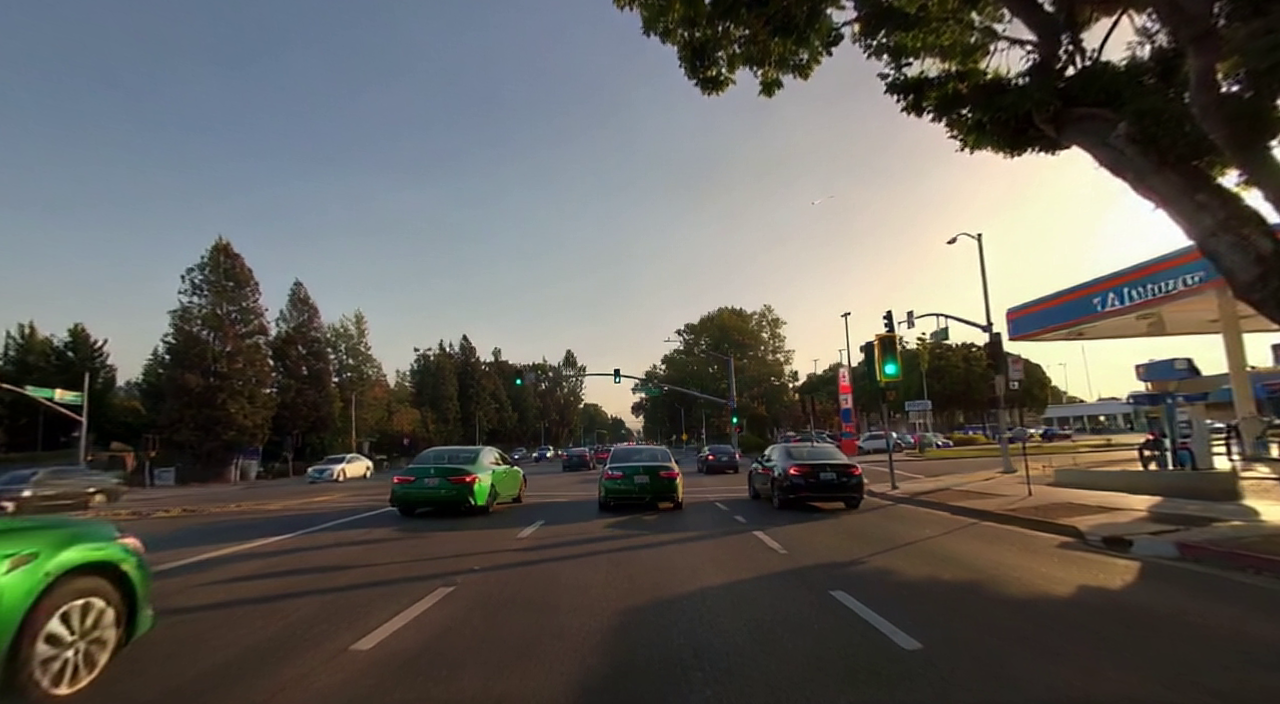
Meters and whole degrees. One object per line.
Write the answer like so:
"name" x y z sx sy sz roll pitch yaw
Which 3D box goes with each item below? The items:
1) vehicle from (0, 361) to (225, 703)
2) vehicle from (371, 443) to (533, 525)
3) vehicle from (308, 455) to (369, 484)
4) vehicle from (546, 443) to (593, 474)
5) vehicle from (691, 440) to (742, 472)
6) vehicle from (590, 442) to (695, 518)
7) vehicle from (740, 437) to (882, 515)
"vehicle" -3.633 0.728 1.469 2.023 1.687 4.874 0 -8 0
"vehicle" -3.753 2.691 13.558 1.995 1.436 4.500 -1 -8 1
"vehicle" -18.621 7.258 39.128 1.849 1.587 3.812 -1 -8 1
"vehicle" -3.719 5.694 33.910 1.896 1.501 4.390 -1 -8 2
"vehicle" 3.801 5.249 32.099 1.942 1.482 4.623 0 -8 -1
"vehicle" 0.024 2.742 14.037 1.994 1.433 3.894 0 -8 -1
"vehicle" 3.642 2.714 14.384 1.920 1.479 4.548 0 -8 -1
